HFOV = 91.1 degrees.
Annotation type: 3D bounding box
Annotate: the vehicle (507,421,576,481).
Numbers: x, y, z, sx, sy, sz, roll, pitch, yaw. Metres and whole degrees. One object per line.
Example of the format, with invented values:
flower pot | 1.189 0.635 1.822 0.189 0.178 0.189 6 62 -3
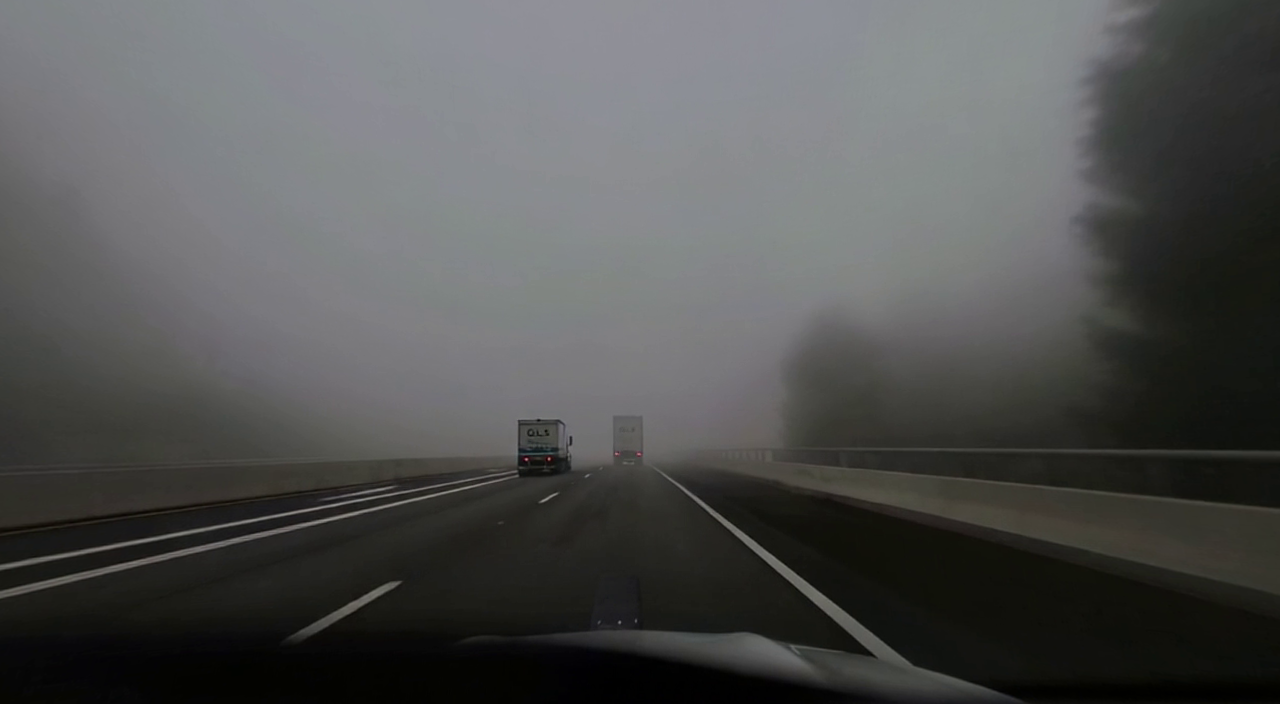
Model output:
vehicle | -4.811 4.987 31.721 2.529 2.697 5.935 0 -9 0
